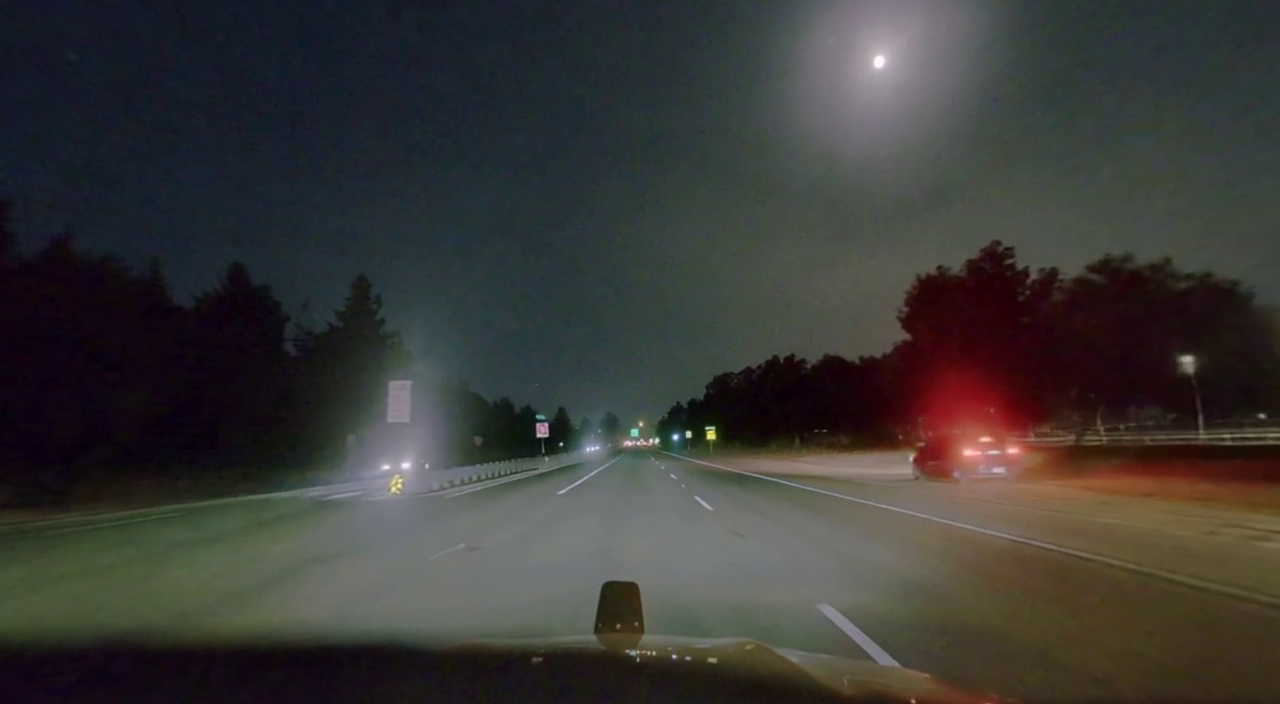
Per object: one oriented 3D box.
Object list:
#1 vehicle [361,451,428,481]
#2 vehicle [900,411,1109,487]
[{"bbox_3d":[-13.563,6.295,35.204,1.892,1.486,4.487,-1,-8,0],"label":"vehicle"},{"bbox_3d":[12.346,3.294,21.738,5.581,1.926,2.324,-5,-7,0],"label":"vehicle"}]
